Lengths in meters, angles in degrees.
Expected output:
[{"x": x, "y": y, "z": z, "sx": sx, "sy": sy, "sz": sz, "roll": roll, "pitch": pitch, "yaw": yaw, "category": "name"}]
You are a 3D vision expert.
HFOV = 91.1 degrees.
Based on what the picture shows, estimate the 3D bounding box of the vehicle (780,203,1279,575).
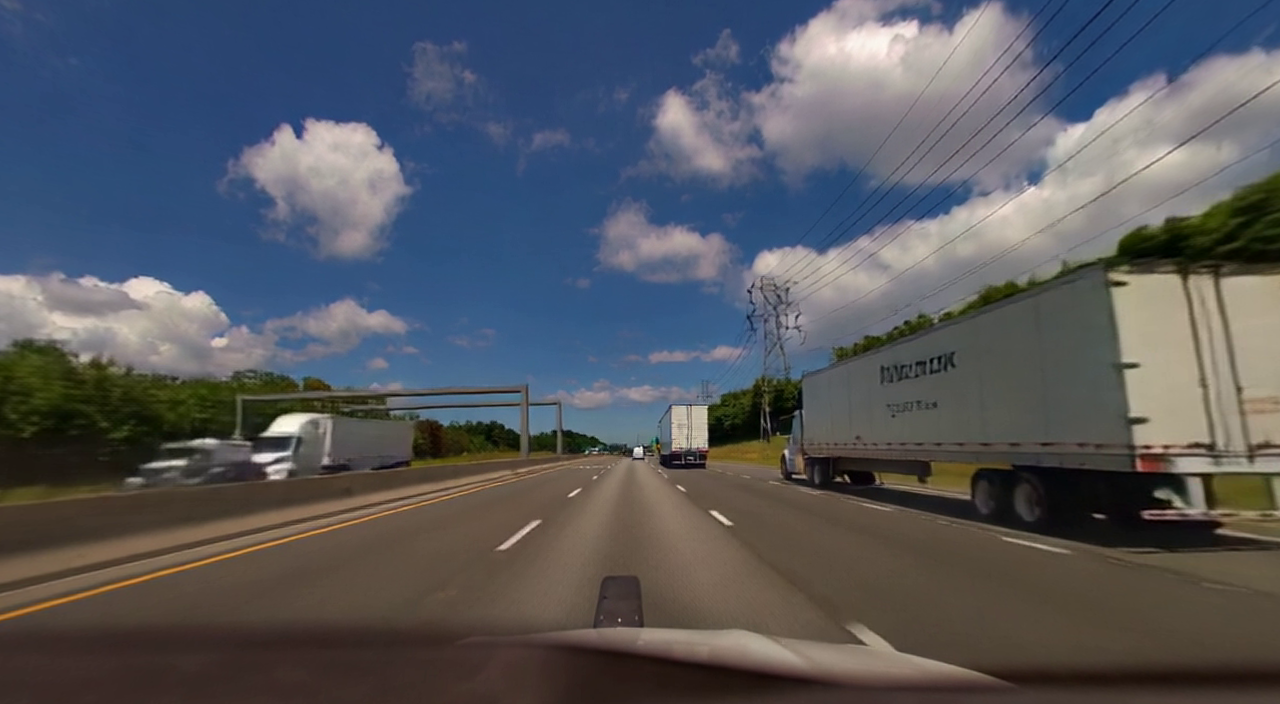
[{"x": 7.231, "y": 1.626, "z": 15.571, "sx": 3.400, "sy": 4.134, "sz": 17.388, "roll": 0, "pitch": -9, "yaw": 0, "category": "vehicle"}]

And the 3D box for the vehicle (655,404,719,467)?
[{"x": 3.235, "y": 6.682, "z": 49.157, "sx": 3.202, "sy": 4.046, "sz": 17.146, "roll": 0, "pitch": -9, "yaw": -1, "category": "vehicle"}]

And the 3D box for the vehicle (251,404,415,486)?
[{"x": -19.548, "y": 6.278, "z": 42.235, "sx": 2.863, "sy": 4.358, "sz": 16.366, "roll": 0, "pitch": -9, "yaw": 0, "category": "vehicle"}]
